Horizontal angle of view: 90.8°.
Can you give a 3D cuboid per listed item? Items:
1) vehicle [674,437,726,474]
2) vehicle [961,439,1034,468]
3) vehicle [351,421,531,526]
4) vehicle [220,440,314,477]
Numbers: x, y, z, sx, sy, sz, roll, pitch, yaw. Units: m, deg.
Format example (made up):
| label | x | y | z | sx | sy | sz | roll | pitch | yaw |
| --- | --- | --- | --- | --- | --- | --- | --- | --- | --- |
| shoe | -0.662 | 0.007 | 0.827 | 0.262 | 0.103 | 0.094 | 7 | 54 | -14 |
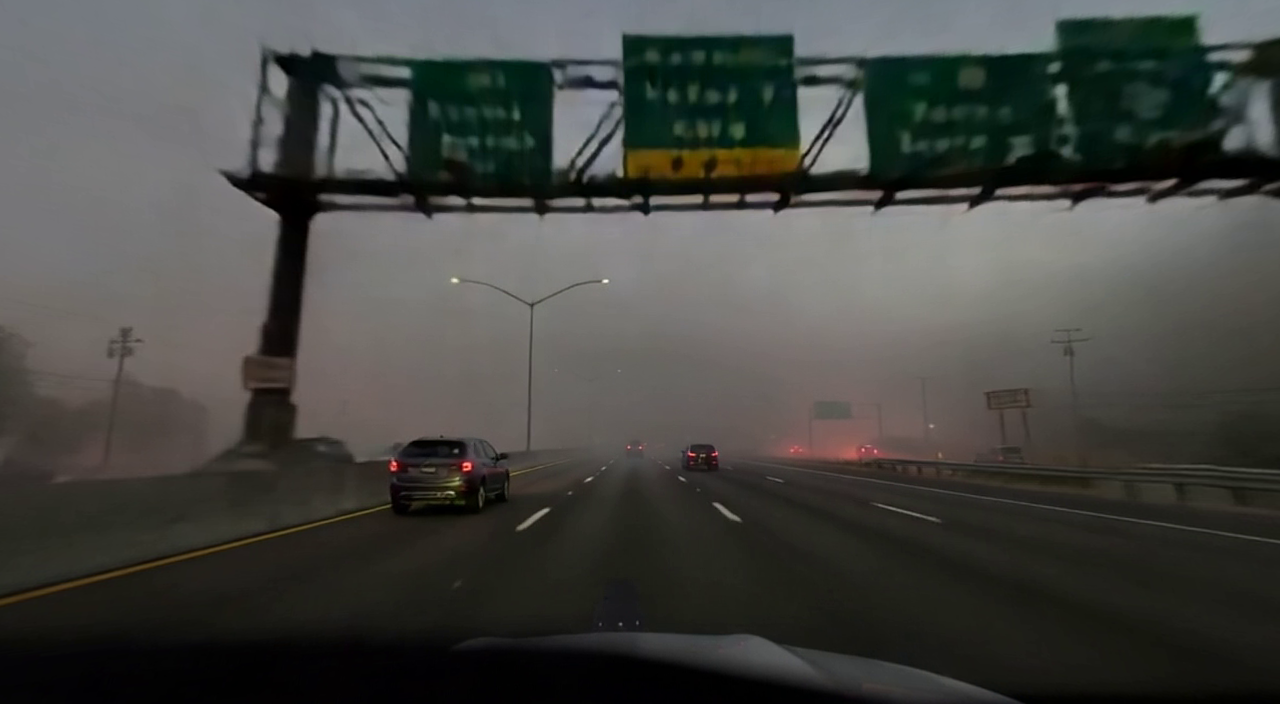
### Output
| label | x | y | z | sx | sy | sz | roll | pitch | yaw |
| --- | --- | --- | --- | --- | --- | --- | --- | --- | --- |
| vehicle | 2.833 | 4.962 | 30.612 | 1.997 | 1.638 | 4.281 | 0 | -8 | -1 |
| vehicle | 23.163 | 6.586 | 41.205 | 2.070 | 1.782 | 5.006 | -1 | -8 | 4 |
| vehicle | -3.653 | 2.321 | 12.662 | 2.099 | 1.682 | 4.590 | 0 | -8 | 0 |
| vehicle | -20.099 | 5.726 | 34.343 | 2.062 | 1.809 | 5.001 | 0 | -8 | -1 |
